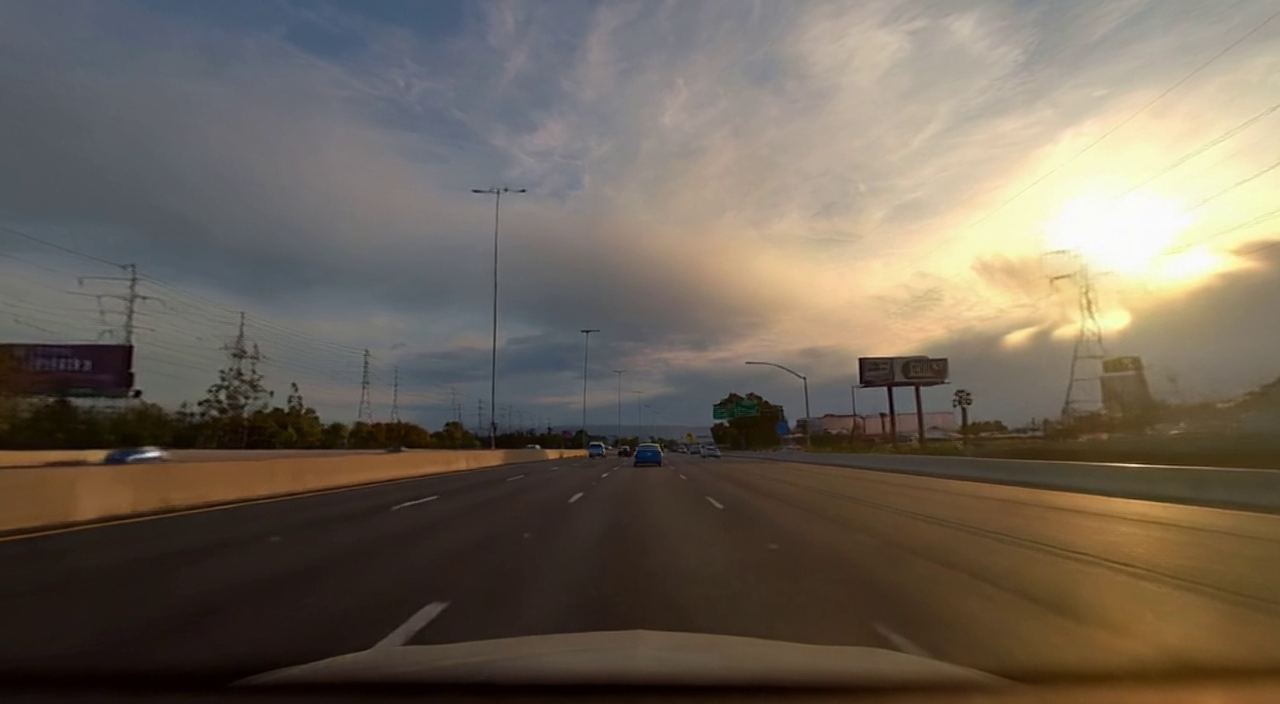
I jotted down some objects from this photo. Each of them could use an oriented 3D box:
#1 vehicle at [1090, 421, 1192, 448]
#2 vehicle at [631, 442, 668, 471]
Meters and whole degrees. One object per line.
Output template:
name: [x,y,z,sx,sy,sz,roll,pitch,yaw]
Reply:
vehicle: [29.558,4.967,37.501,2.072,1.495,4.732,0,-9,-2]
vehicle: [0.572,6.081,36.794,2.074,1.574,3.971,0,-9,1]
